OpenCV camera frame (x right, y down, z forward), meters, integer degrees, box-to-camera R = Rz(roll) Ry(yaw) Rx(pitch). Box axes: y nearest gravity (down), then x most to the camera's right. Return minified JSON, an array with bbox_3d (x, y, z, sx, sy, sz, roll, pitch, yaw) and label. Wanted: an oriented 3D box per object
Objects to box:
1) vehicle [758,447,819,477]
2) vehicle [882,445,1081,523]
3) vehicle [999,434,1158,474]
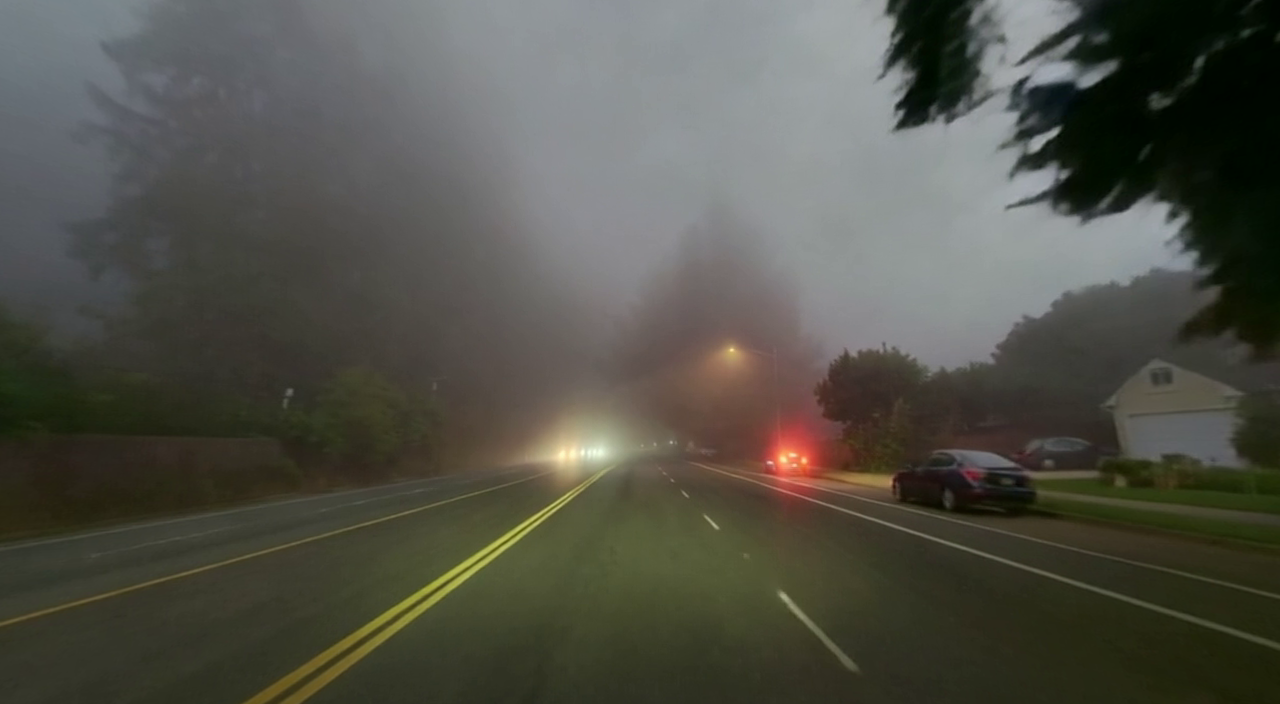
[{"bbox_3d":[7.581,5.661,32.735,1.967,1.449,4.645,0,-9,-1],"label":"vehicle"},{"bbox_3d":[7.393,2.866,14.372,2.010,1.469,4.548,0,-9,1],"label":"vehicle"},{"bbox_3d":[17.749,4.151,25.760,4.793,1.537,2.353,1,-9,-5],"label":"vehicle"}]
